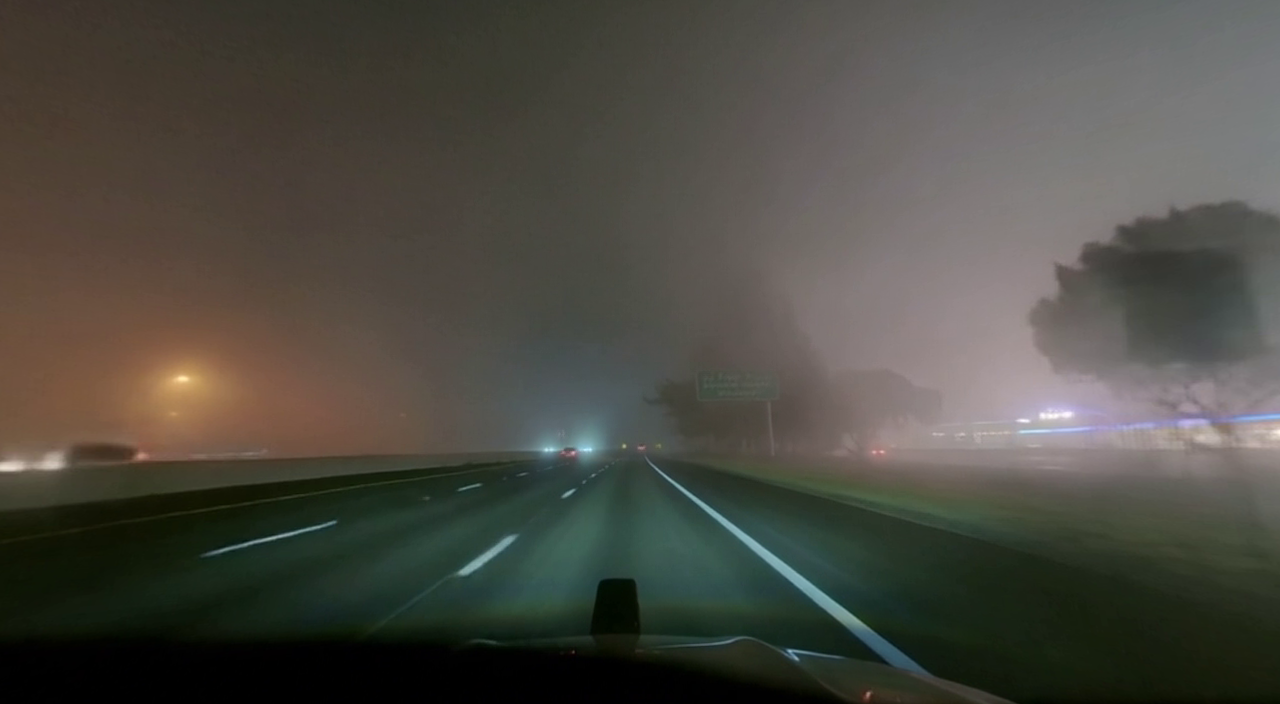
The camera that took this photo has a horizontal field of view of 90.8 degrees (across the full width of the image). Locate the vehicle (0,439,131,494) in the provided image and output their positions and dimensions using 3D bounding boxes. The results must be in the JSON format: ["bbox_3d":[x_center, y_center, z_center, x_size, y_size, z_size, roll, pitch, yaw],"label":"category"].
[{"bbox_3d":[-22.090,4.167,23.359,2.240,1.796,5.110,0,-9,0],"label":"vehicle"}]
